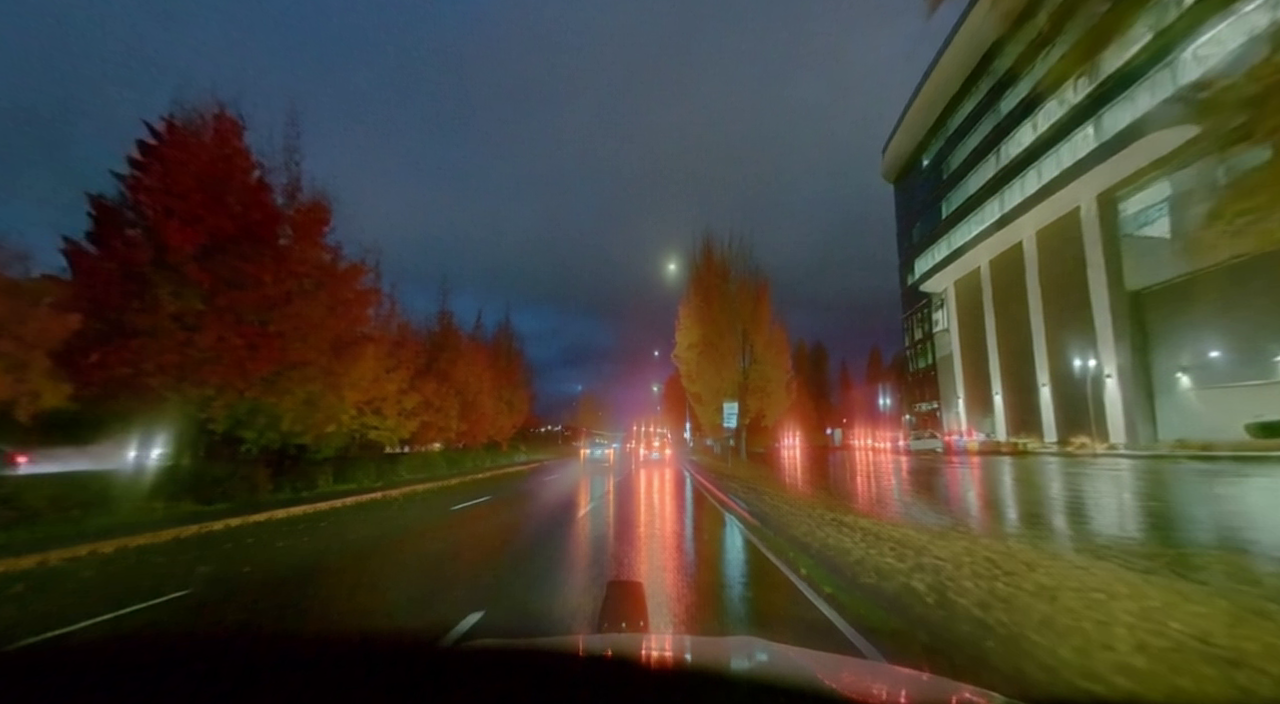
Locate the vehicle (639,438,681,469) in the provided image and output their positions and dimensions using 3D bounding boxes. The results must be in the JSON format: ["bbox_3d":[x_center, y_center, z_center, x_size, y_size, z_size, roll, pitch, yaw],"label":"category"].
[{"bbox_3d":[1.028,5.201,32.442,2.040,1.493,3.682,0,-8,1],"label":"vehicle"}]

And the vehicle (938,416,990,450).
[{"bbox_3d":[24.207,6.083,47.123,2.673,2.486,2.062,0,-8,2],"label":"vehicle"}]

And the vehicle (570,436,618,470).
[{"bbox_3d":[-2.375,5.326,33.423,2.197,1.709,4.069,0,-8,1],"label":"vehicle"}]

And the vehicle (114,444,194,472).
[{"bbox_3d":[-35.369,7.688,45.991,1.945,1.946,4.808,0,-8,0],"label":"vehicle"}]
